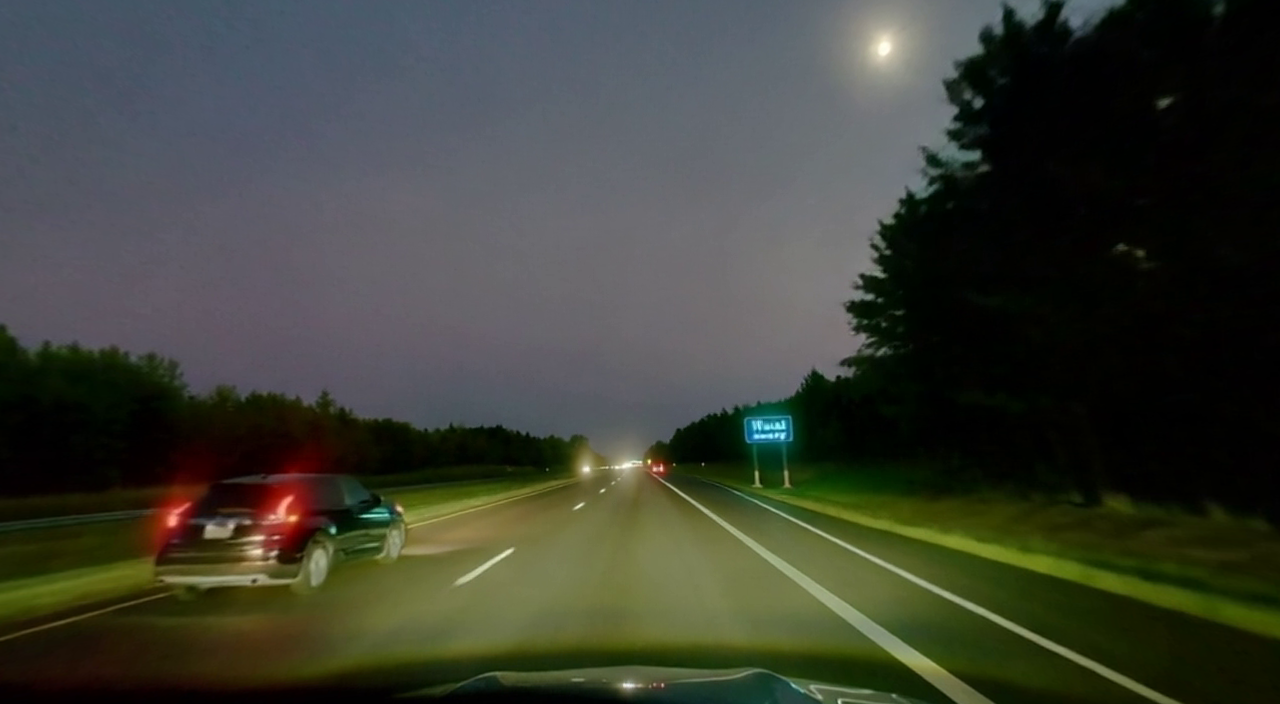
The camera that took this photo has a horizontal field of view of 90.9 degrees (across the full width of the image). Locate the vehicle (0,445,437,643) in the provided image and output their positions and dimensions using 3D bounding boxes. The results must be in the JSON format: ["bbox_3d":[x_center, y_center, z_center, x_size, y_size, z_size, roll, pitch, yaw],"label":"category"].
[{"bbox_3d":[-4.170,1.869,7.112,2.183,1.435,4.653,1,-10,0],"label":"vehicle"}]
